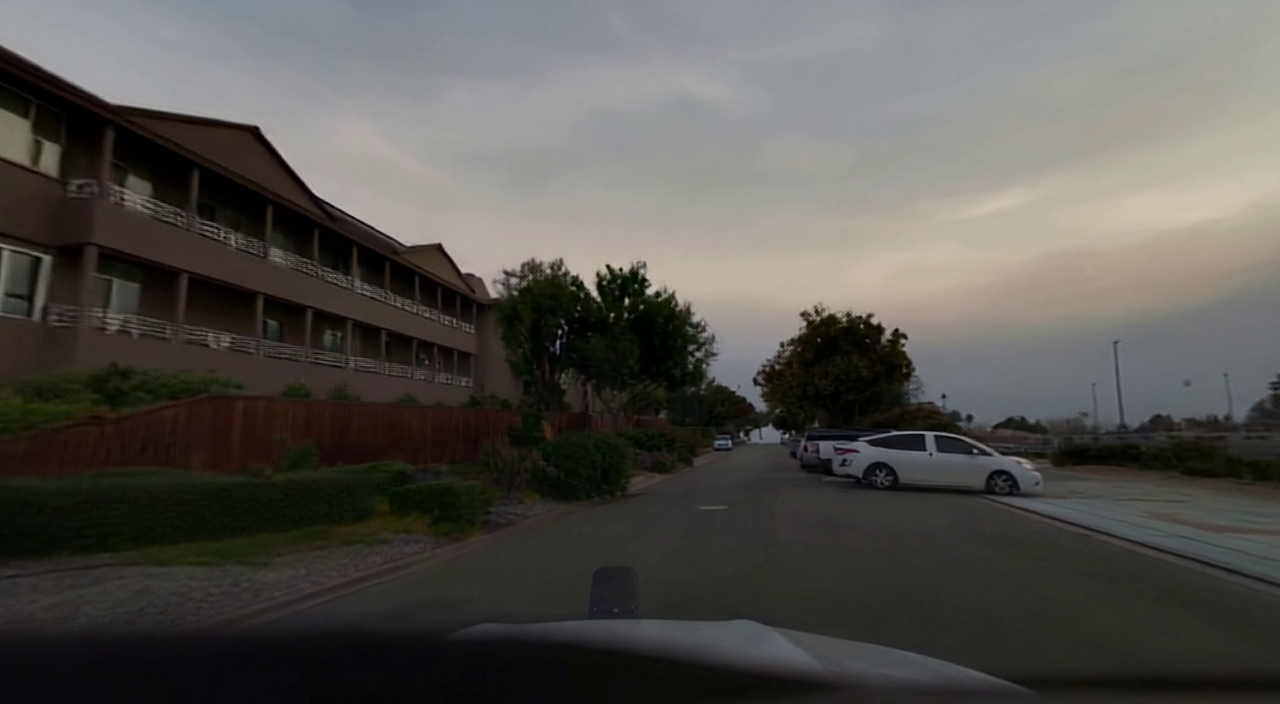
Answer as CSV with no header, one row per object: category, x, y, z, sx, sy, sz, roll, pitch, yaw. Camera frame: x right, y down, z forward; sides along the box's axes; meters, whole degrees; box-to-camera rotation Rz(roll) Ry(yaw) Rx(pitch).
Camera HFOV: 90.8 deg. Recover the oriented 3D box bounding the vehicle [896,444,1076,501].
vehicle,9.739,3.418,18.210,4.195,1.446,1.979,-2,-10,18
